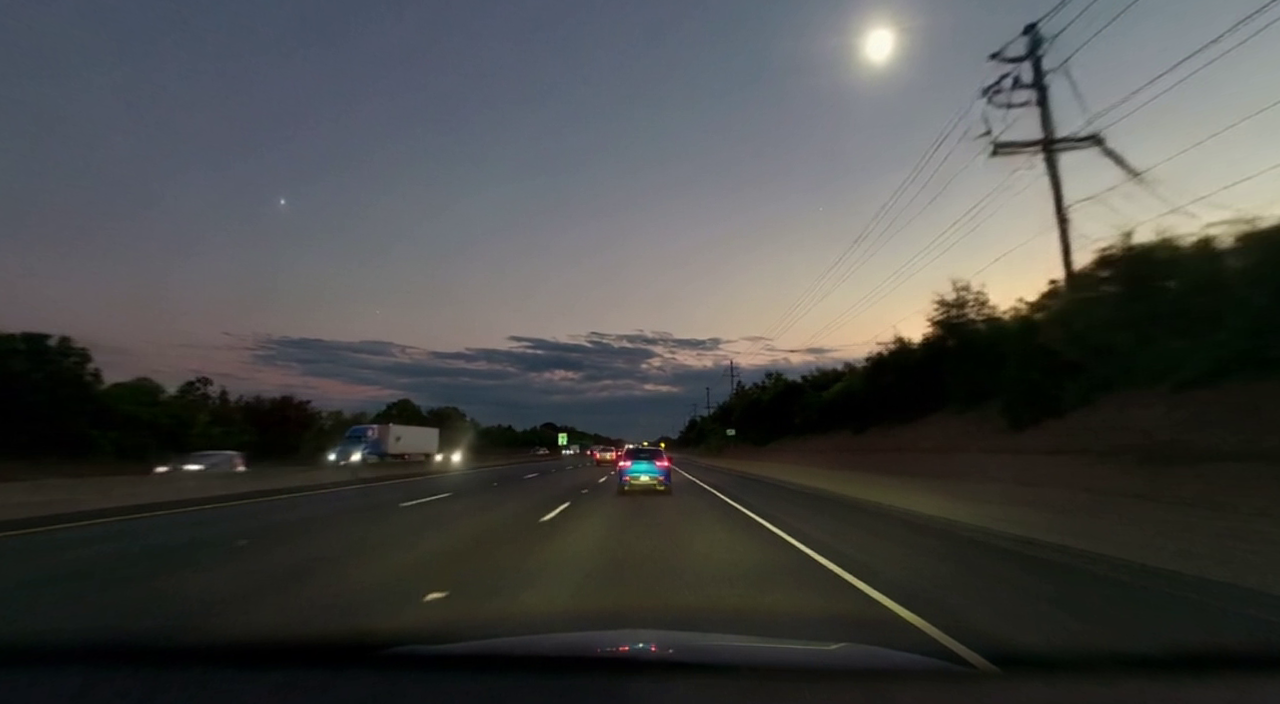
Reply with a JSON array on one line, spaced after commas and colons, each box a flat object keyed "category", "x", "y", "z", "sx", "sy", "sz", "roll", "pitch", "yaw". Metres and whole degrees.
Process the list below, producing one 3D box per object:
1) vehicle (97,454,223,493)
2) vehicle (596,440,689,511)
[{"category": "vehicle", "x": -20.041, "y": 5.075, "z": 26.590, "sx": 1.880, "sy": 1.463, "sz": 4.298, "roll": 0, "pitch": -9, "yaw": 1}, {"category": "vehicle", "x": 0.039, "y": 2.960, "z": 15.568, "sx": 1.966, "sy": 1.499, "sz": 4.298, "roll": 0, "pitch": -9, "yaw": 0}]
